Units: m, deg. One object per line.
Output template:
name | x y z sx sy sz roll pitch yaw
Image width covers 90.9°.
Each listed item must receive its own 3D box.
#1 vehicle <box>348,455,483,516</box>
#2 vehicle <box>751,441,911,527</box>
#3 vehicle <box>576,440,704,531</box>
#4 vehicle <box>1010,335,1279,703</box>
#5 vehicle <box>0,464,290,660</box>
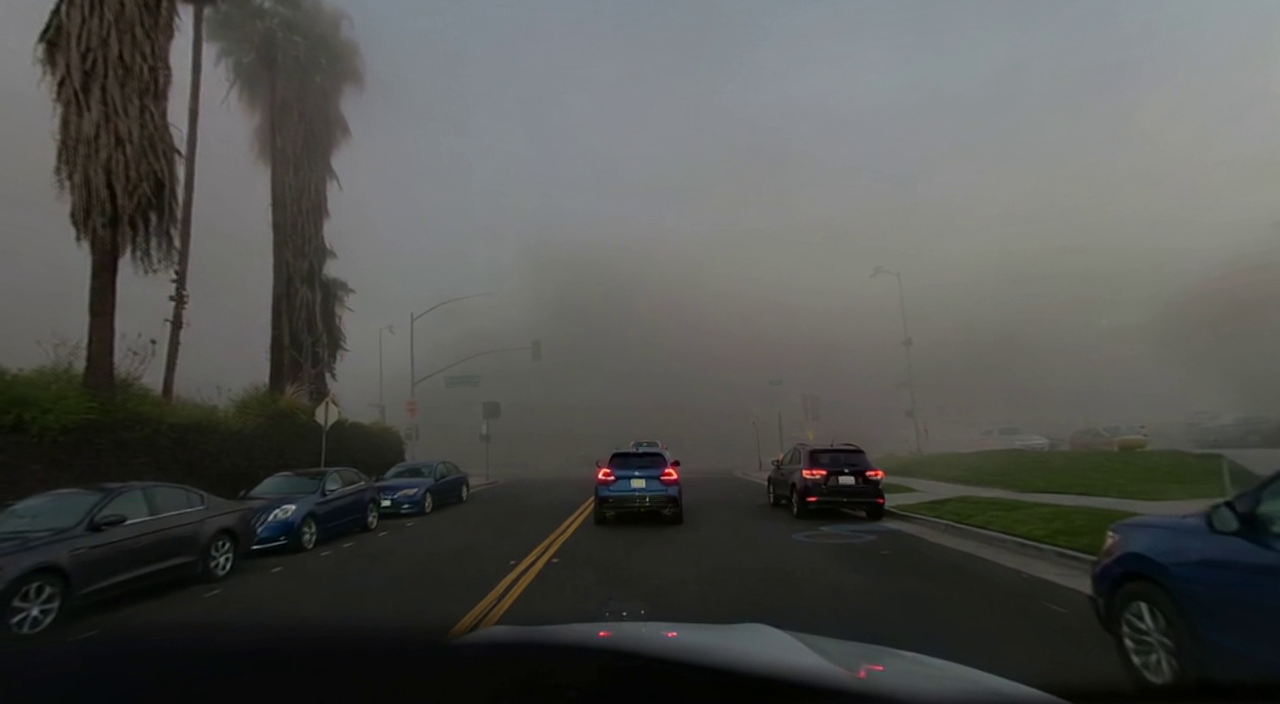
vehicle | -6.325 3.783 18.457 2.105 1.469 4.693 0 -9 2
vehicle | 3.598 2.554 12.835 1.821 1.417 4.454 0 -9 0
vehicle | -0.007 2.463 12.243 2.060 1.452 4.078 0 -9 0
vehicle | 3.622 0.720 1.775 2.099 1.786 5.198 0 -9 2
vehicle | -6.149 2.057 7.034 1.850 1.482 4.454 0 -9 1
